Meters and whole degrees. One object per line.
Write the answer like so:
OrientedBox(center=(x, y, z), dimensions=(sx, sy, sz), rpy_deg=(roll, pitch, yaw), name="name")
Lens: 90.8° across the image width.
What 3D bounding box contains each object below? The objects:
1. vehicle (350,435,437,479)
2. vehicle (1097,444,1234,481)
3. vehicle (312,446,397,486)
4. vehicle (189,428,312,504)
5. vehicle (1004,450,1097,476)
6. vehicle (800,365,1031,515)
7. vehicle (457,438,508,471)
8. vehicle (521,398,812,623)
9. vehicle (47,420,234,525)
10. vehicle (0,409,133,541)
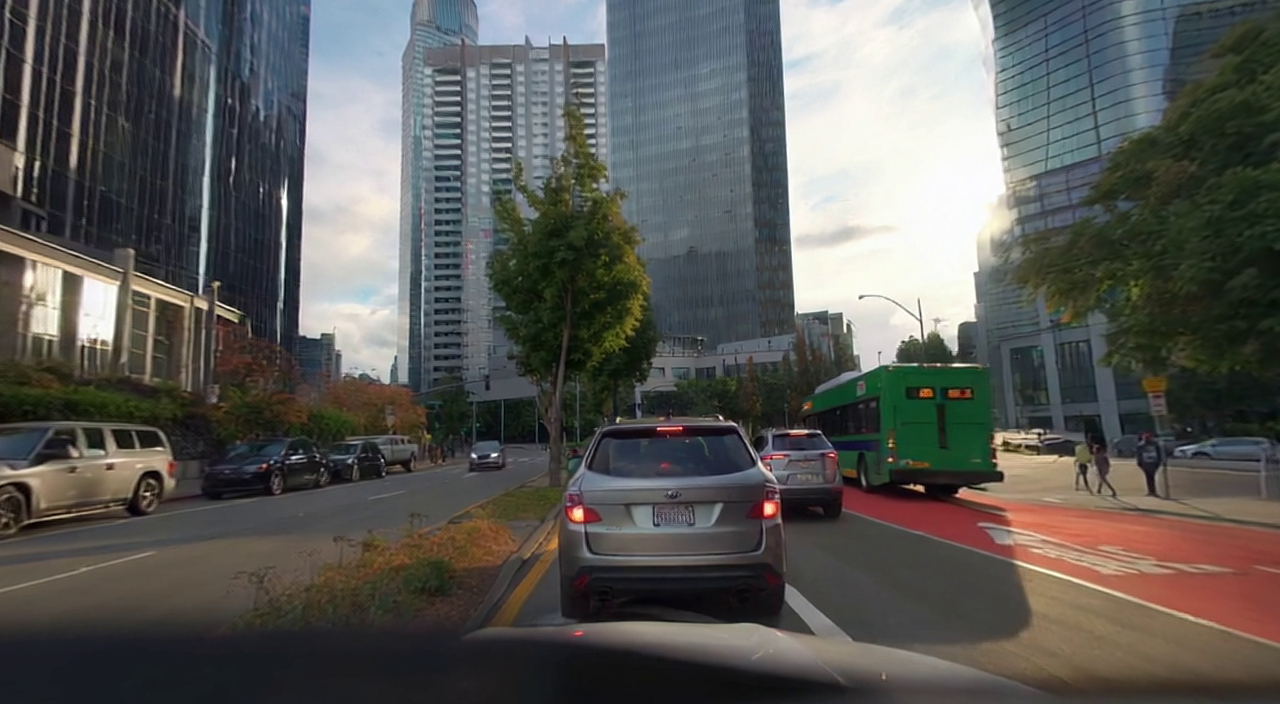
OrientedBox(center=(-12.020, 5.147, 31.315), dimensions=(2.338, 1.963, 5.740), rpy_deg=(0, -9, -4), name="vehicle")
OrientedBox(center=(30.884, 6.505, 37.462), dimensions=(5.890, 1.996, 2.155), rpy_deg=(-6, -10, 34), name="vehicle")
OrientedBox(center=(-11.517, 4.587, 25.800), dimensions=(1.791, 1.463, 4.210), rpy_deg=(0, -9, -4), name="vehicle")
OrientedBox(center=(-11.175, 3.267, 18.418), dimensions=(1.559, 1.973, 3.419), rpy_deg=(1, -9, -5), name="vehicle")
OrientedBox(center=(28.087, 7.550, 43.331), dimensions=(5.153, 1.626, 1.895), rpy_deg=(-6, -10, 34), name="vehicle")
OrientedBox(center=(6.727, 2.395, 17.139), dimensions=(3.113, 3.116, 7.650), rpy_deg=(0, -8, 3), name="vehicle")
OrientedBox(center=(-9.126, 5.981, 37.017), dimensions=(2.198, 1.779, 4.926), rpy_deg=(1, -9, -7), name="vehicle")
OrientedBox(center=(0.235, 1.509, 6.939), dimensions=(2.192, 1.695, 4.142), rpy_deg=(0, -8, 1), name="vehicle")
OrientedBox(center=(-10.805, 2.583, 13.999), dimensions=(1.482, 2.019, 3.297), rpy_deg=(0, -9, -4), name="vehicle")
OrientedBox(center=(-10.457, 1.983, 10.367), dimensions=(1.543, 1.946, 3.454), rpy_deg=(1, -9, -6), name="vehicle")
